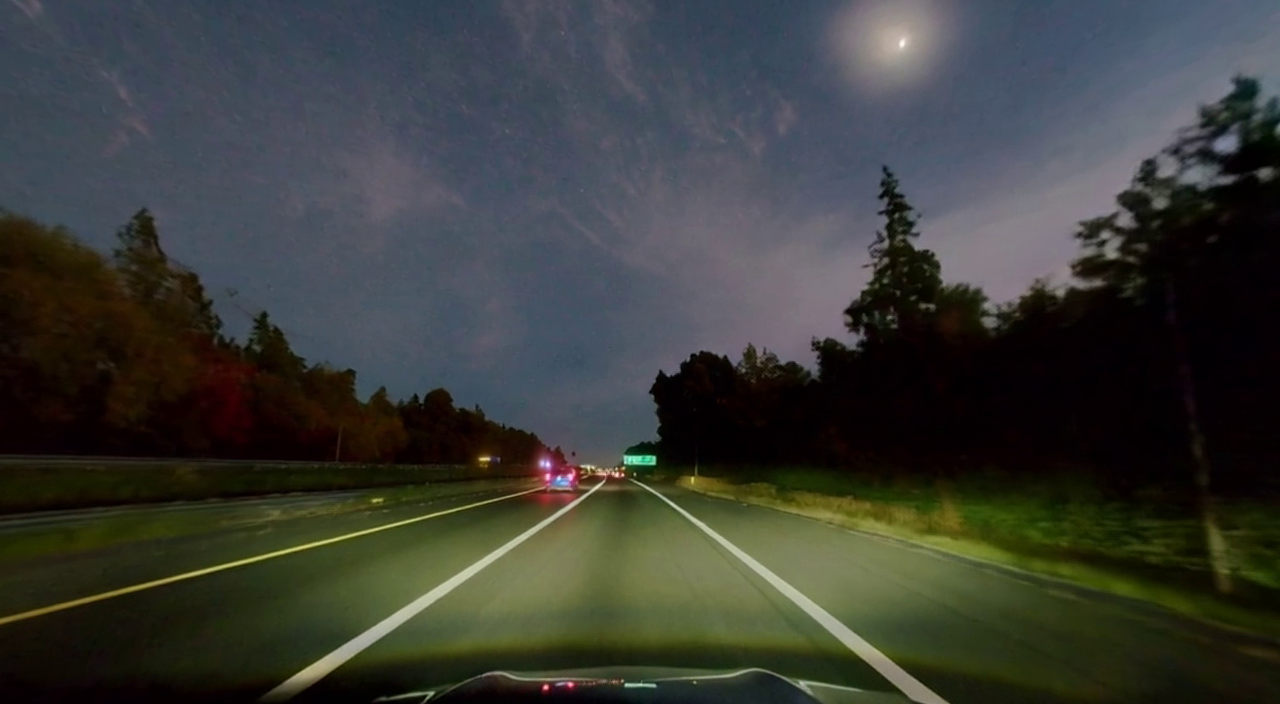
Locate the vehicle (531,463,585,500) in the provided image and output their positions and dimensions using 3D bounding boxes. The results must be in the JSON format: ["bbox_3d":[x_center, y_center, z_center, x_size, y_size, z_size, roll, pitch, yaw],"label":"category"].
[{"bbox_3d":[-3.770,6.069,29.700,1.967,1.556,4.364,1,-10,-1],"label":"vehicle"}]
